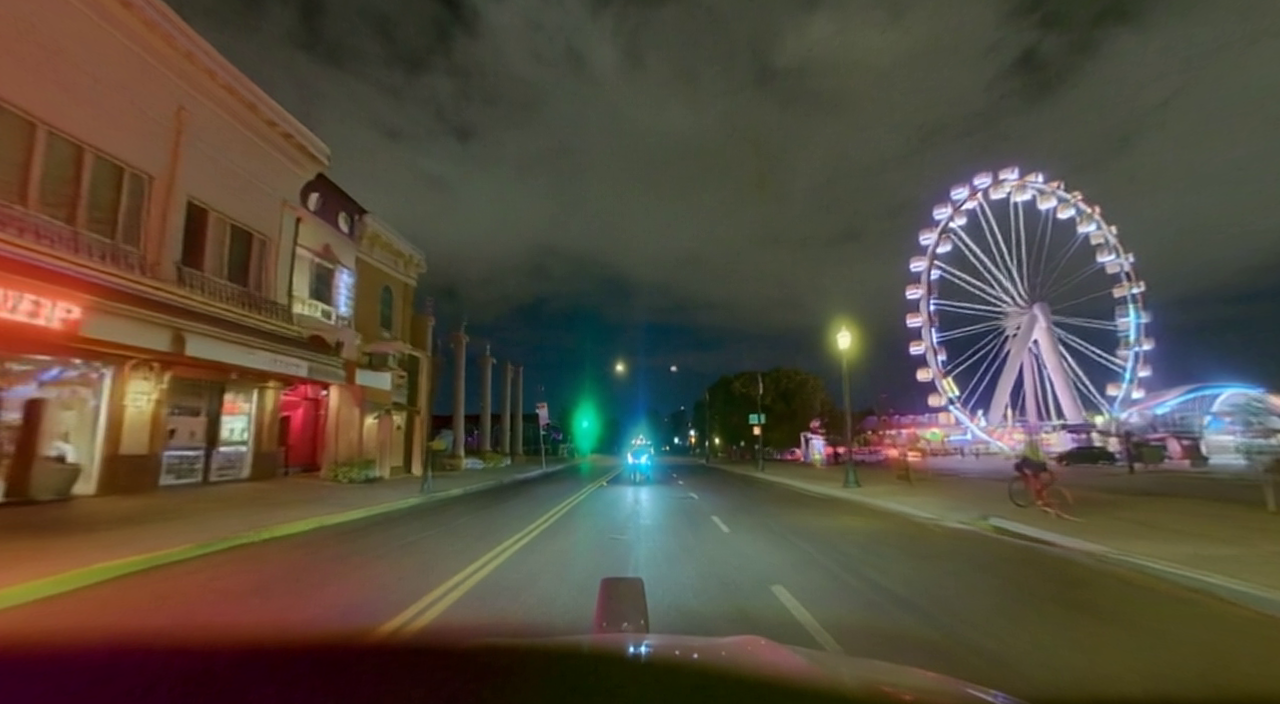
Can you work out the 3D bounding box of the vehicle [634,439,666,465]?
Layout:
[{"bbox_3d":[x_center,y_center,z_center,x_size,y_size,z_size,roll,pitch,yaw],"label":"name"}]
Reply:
[{"bbox_3d":[0.684,7.225,45.734,2.221,1.773,4.228,0,-9,0],"label":"vehicle"}]
